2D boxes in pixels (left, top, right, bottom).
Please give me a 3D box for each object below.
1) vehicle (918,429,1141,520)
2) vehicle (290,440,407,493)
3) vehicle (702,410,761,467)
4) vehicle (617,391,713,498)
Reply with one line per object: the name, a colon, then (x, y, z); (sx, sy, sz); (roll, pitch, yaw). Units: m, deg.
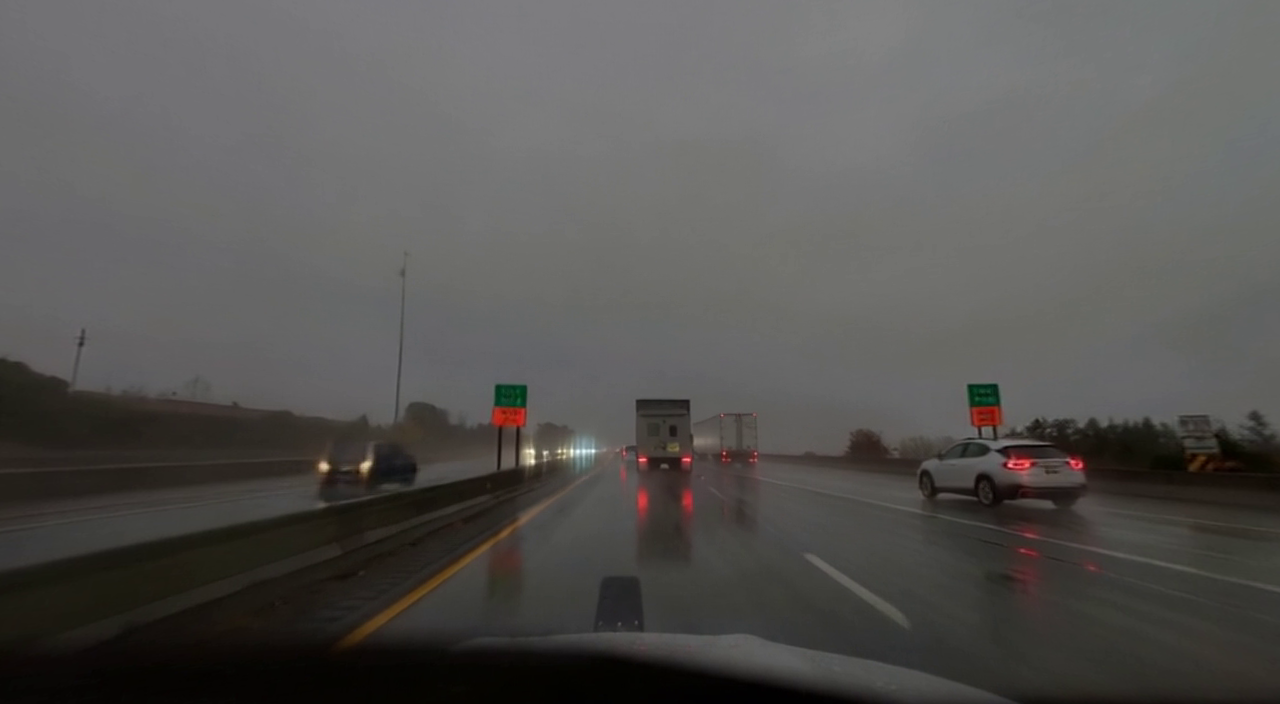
vehicle: (7.528, 2.385, 12.670); (1.988, 1.534, 3.763); (0, -9, -2)
vehicle: (-9.647, 3.800, 21.167); (1.918, 1.578, 4.140); (0, -9, 0)
vehicle: (6.916, 6.833, 48.989); (2.928, 3.900, 10.014); (0, -9, 0)
vehicle: (0.959, 2.881, 19.450); (2.506, 2.743, 6.093); (-1, -9, 6)
